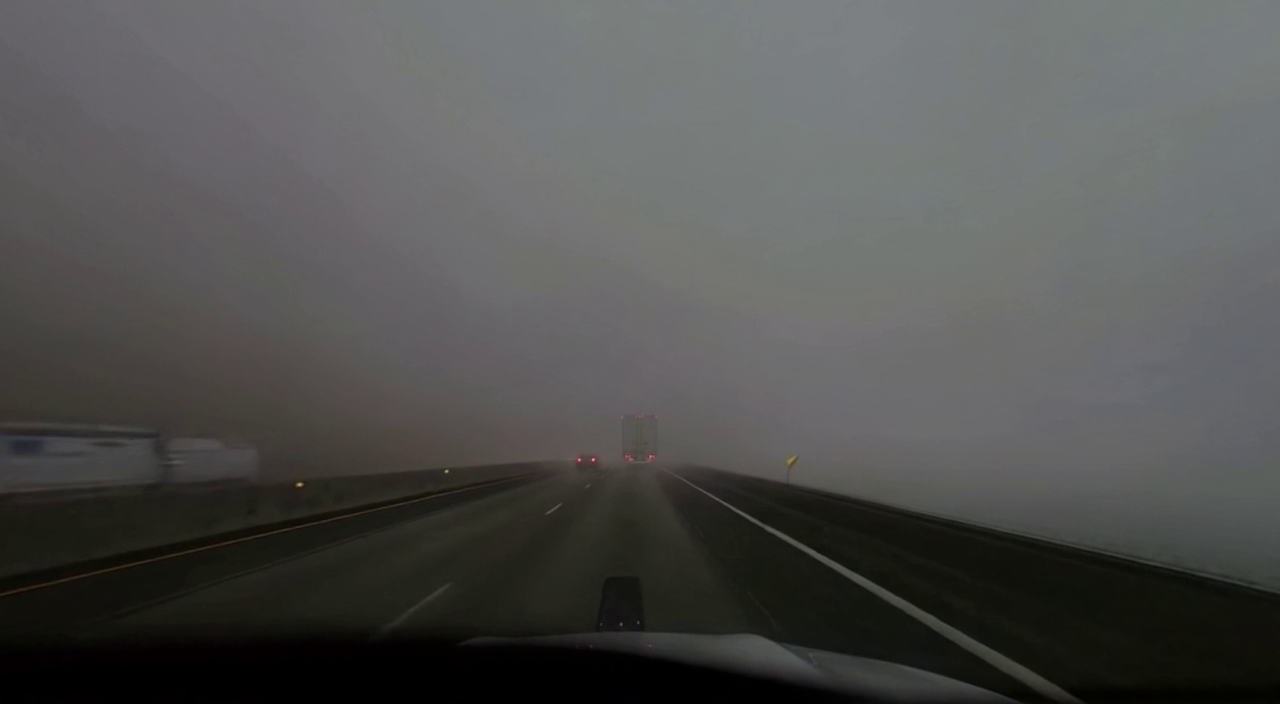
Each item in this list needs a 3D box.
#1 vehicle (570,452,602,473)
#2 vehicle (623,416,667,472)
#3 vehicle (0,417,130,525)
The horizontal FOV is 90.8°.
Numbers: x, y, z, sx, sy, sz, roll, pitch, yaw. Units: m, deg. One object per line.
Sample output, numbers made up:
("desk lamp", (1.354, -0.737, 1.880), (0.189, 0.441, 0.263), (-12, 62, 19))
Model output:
("vehicle", (-4.099, 8.434, 48.348), (2.053, 1.523, 4.450), (0, -9, 0))
("vehicle", (0.193, 7.069, 48.419), (2.864, 3.805, 9.500), (0, -9, -3))
("vehicle", (-16.283, 2.851, 15.163), (2.236, 2.527, 6.874), (0, -9, 0))
